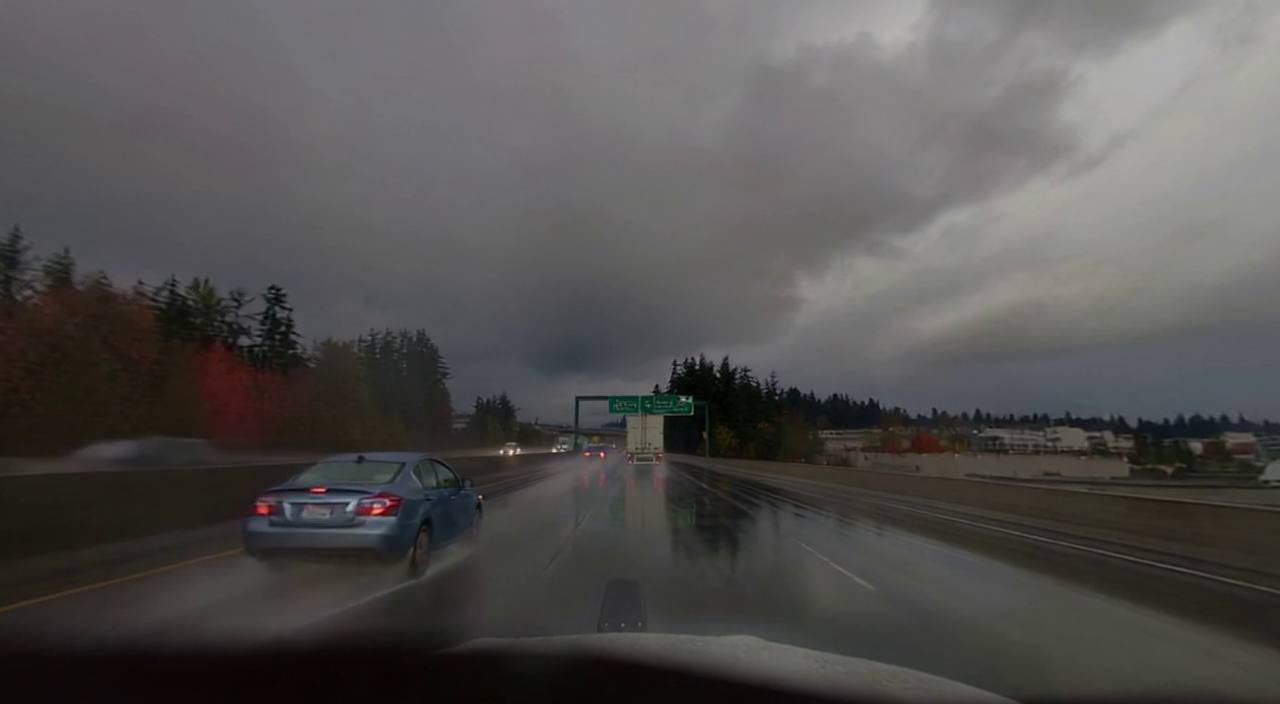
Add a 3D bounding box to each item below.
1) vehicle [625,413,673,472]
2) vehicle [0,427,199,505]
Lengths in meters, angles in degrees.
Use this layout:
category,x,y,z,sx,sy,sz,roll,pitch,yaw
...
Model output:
category,x,y,z,sx,sy,sz,roll,pitch,yaw
vehicle,0.457,6.362,44.024,2.893,3.628,9.081,0,-9,-2
vehicle,-12.477,2.533,14.299,2.104,1.492,3.856,0,-9,0
